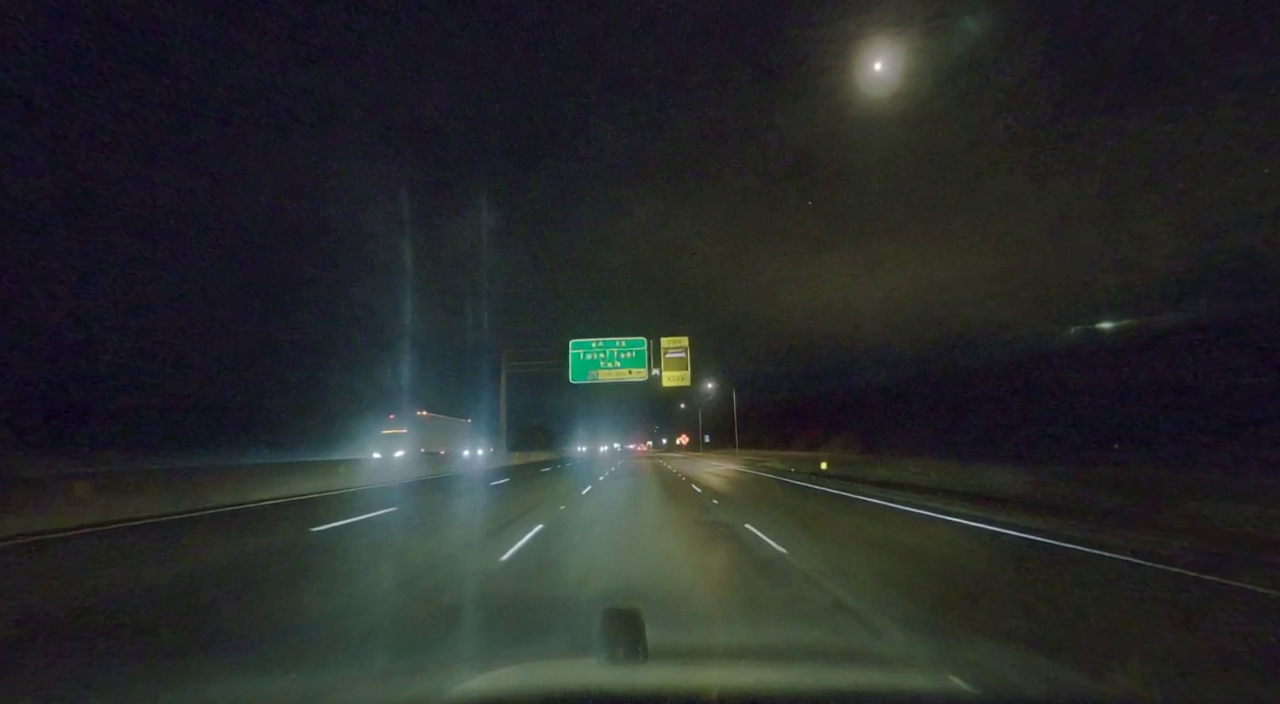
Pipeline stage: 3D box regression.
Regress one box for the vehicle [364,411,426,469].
[{"bbox_3d":[-18.482,6.678,47.757,3.251,4.162,3.126,0,-9,1],"label":"vehicle"}]
